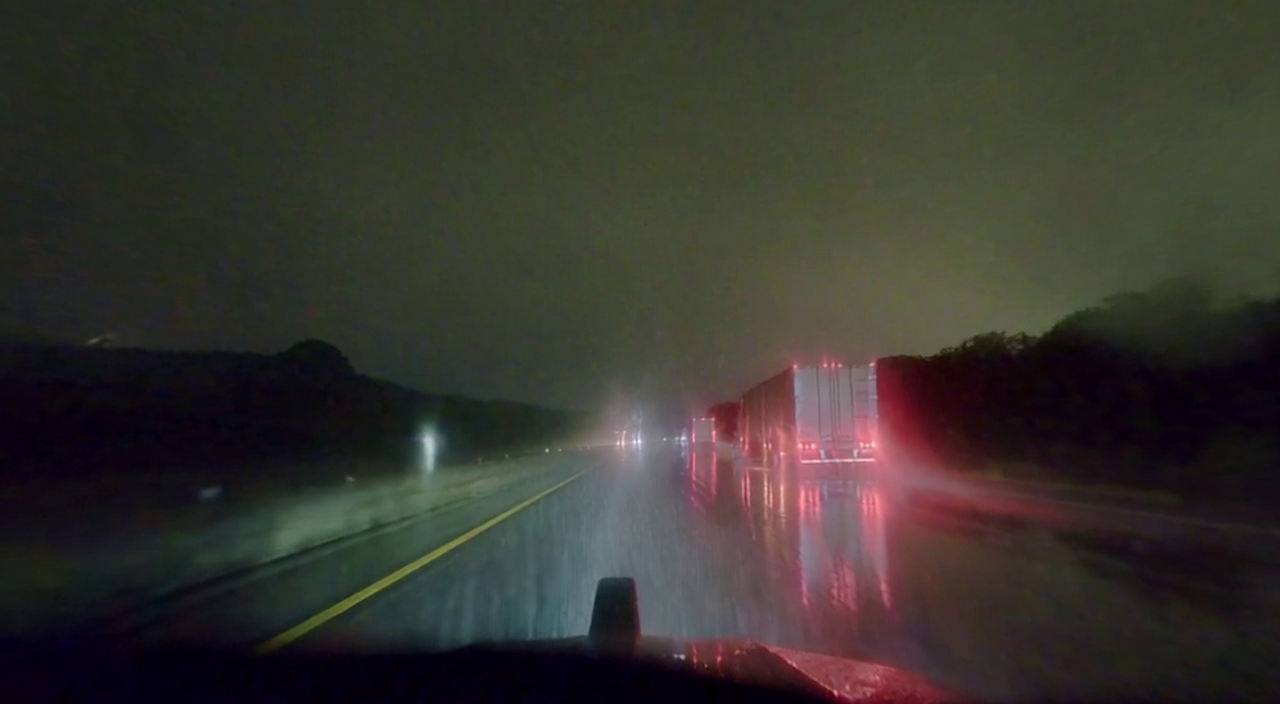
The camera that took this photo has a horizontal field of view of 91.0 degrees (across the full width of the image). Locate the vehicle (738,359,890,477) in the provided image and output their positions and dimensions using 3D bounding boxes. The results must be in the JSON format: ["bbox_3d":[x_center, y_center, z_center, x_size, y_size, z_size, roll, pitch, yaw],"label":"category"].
[{"bbox_3d":[7.117,3.272,28.877,2.885,4.075,13.981,-1,-8,0],"label":"vehicle"}]
